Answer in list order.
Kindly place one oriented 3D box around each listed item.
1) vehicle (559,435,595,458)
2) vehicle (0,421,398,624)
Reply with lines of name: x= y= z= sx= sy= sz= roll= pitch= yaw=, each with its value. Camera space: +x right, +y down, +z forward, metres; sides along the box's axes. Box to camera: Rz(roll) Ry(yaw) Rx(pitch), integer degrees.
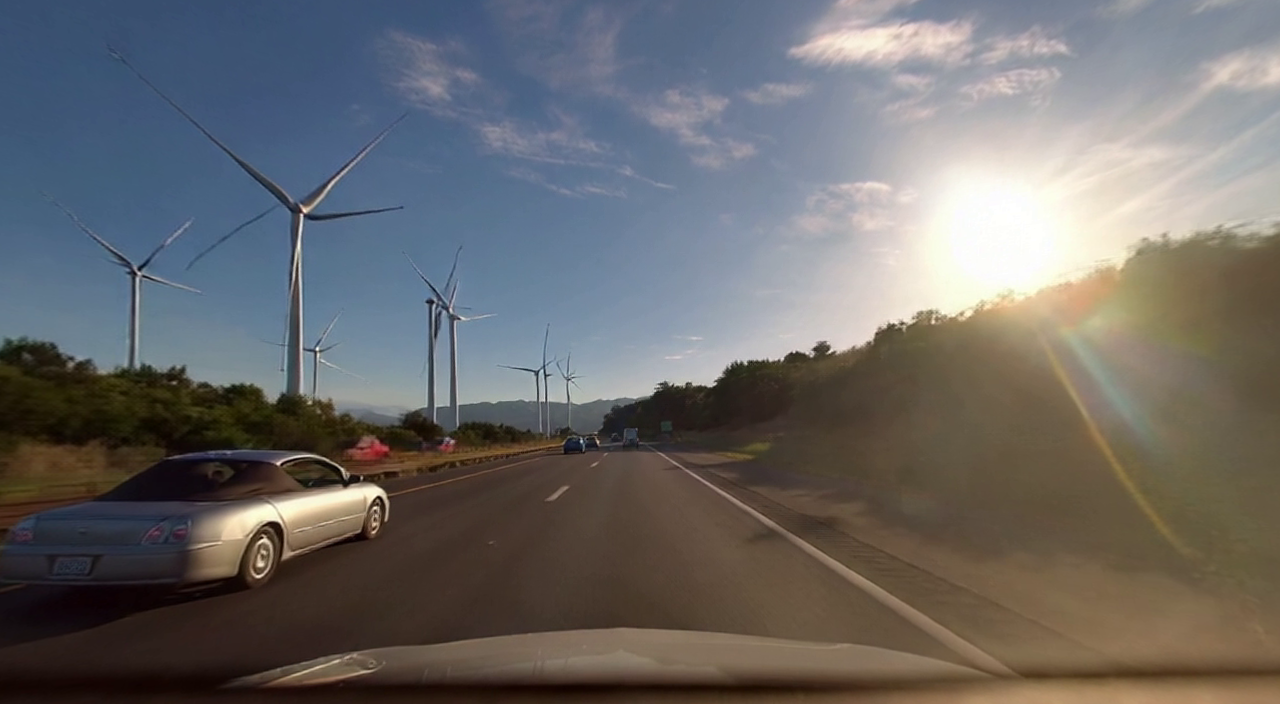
vehicle: x=-4.027 y=6.089 z=40.742 sx=2.024 sy=1.456 sz=3.754 roll=0 pitch=-8 yaw=-1
vehicle: x=-4.316 y=1.486 z=6.588 sx=1.969 sy=1.413 sz=4.194 roll=0 pitch=-8 yaw=-1
